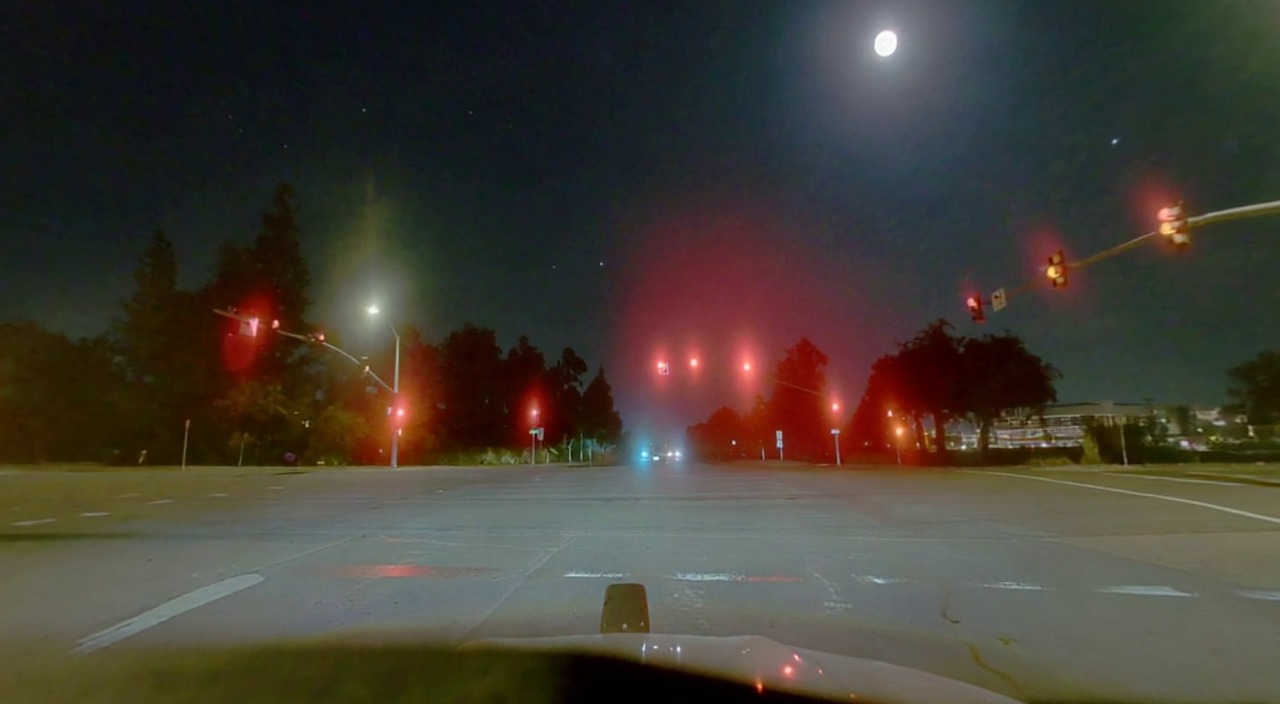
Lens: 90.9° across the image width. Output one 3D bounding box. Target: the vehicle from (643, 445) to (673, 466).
[{"bbox_3d":[1.270,7.614,46.466,2.132,1.449,4.235,0,-9,0],"label":"vehicle"}]
